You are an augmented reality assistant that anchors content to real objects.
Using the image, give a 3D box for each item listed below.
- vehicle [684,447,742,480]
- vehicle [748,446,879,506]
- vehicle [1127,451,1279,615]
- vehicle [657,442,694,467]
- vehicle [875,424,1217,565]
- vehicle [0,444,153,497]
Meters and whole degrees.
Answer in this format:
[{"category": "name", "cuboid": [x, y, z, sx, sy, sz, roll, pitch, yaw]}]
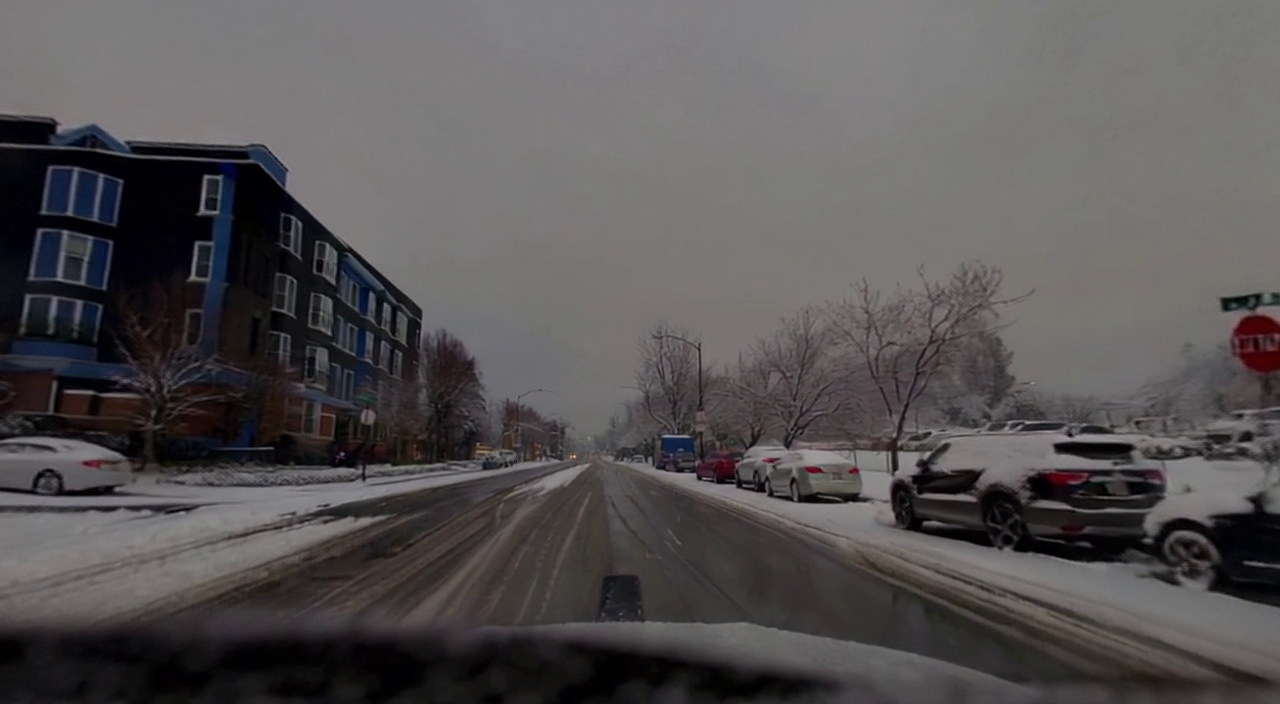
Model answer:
[{"category": "vehicle", "cuboid": [3.518, 5.473, 31.380, 1.901, 1.495, 4.340, 1, -8, -6]}, {"category": "vehicle", "cuboid": [5.012, 3.622, 19.118, 2.122, 1.554, 4.777, 1, -8, -7]}, {"category": "vehicle", "cuboid": [6.459, 1.475, 4.875, 1.900, 1.368, 4.176, 0, -8, -3]}, {"category": "vehicle", "cuboid": [2.604, 7.671, 47.387, 2.386, 1.752, 4.376, 0, -8, -3]}, {"category": "vehicle", "cuboid": [5.959, 2.108, 10.277, 1.917, 1.704, 4.840, 1, -8, -7]}, {"category": "vehicle", "cuboid": [-16.404, 3.173, 17.118, 4.603, 1.335, 1.889, 2, -9, -14]}]
